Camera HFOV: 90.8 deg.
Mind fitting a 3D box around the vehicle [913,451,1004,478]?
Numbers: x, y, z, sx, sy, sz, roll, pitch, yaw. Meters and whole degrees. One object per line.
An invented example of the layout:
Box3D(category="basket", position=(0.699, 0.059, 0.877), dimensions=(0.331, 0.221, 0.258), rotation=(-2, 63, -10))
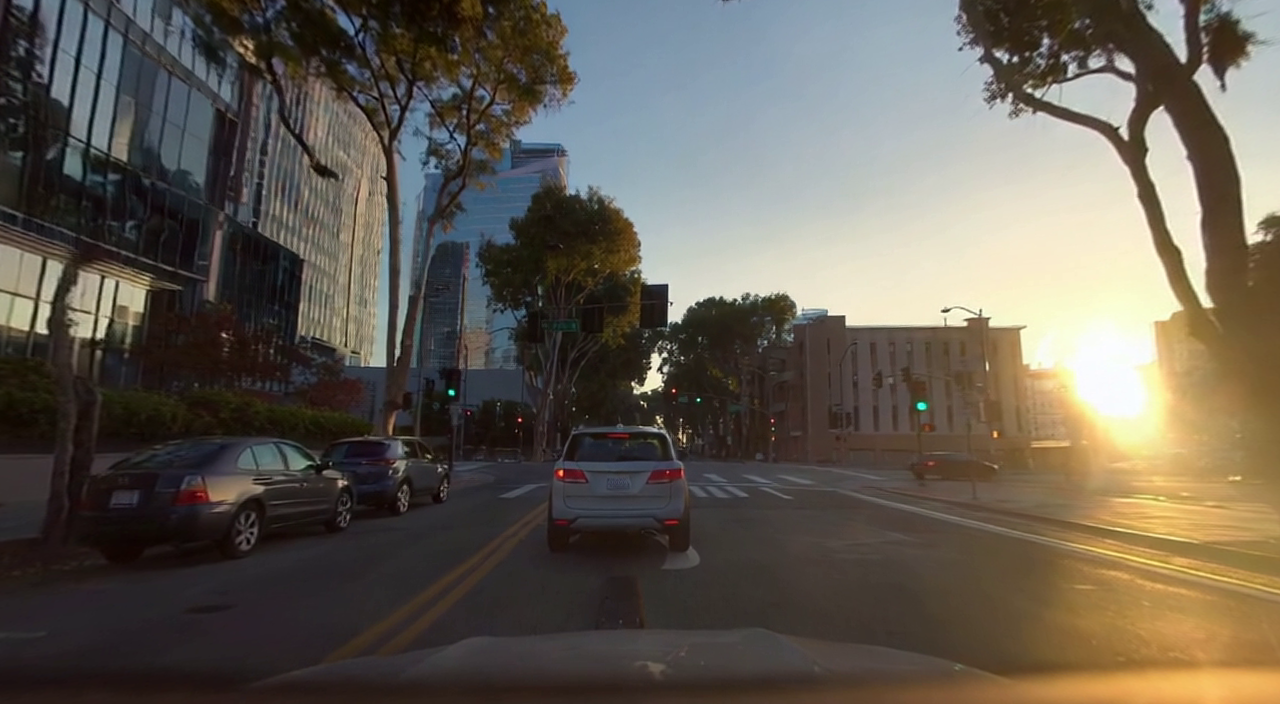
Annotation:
Box3D(category="vehicle", position=(19.654, 6.961, 39.123), dimensions=(4.638, 1.555, 1.824), rotation=(0, -9, -2))

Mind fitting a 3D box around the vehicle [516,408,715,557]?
Box3D(category="vehicle", position=(-0.257, 1.791, 9.238), dimensions=(2.258, 1.687, 3.934), rotation=(0, -9, 1))

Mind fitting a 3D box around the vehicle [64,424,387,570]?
Box3D(category="vehicle", position=(-5.766, 2.038, 9.700), dimensions=(1.904, 1.684, 4.529), rotation=(0, -9, -1))

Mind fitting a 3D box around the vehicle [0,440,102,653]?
Box3D(category="vehicle", position=(-5.553, 1.150, 3.014), dimensions=(1.841, 1.466, 4.364), rotation=(-1, -9, 6))
